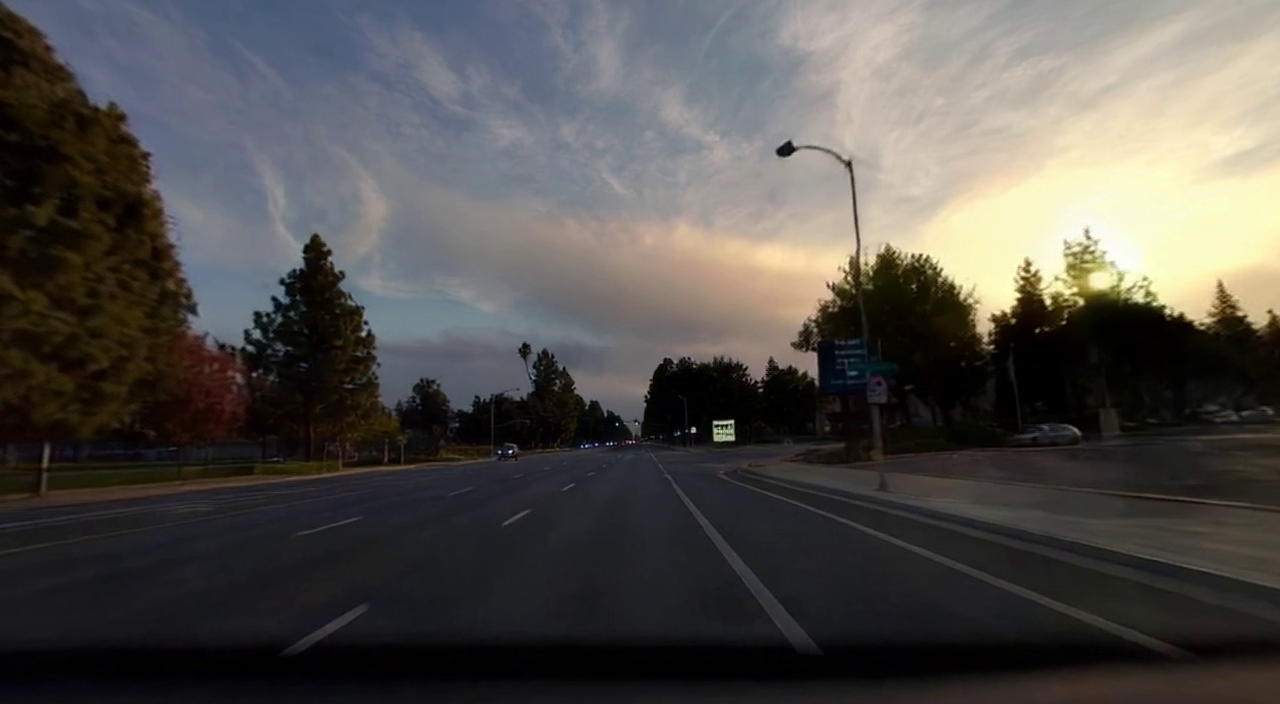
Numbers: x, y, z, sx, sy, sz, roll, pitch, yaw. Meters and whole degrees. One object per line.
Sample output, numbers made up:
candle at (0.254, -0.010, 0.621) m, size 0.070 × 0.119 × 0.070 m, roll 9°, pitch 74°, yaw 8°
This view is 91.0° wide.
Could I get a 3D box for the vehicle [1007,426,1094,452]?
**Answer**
vehicle at (24.851, 5.340, 38.339) m, size 1.907 × 1.444 × 5.150 m, roll 0°, pitch -8°, yaw 1°
